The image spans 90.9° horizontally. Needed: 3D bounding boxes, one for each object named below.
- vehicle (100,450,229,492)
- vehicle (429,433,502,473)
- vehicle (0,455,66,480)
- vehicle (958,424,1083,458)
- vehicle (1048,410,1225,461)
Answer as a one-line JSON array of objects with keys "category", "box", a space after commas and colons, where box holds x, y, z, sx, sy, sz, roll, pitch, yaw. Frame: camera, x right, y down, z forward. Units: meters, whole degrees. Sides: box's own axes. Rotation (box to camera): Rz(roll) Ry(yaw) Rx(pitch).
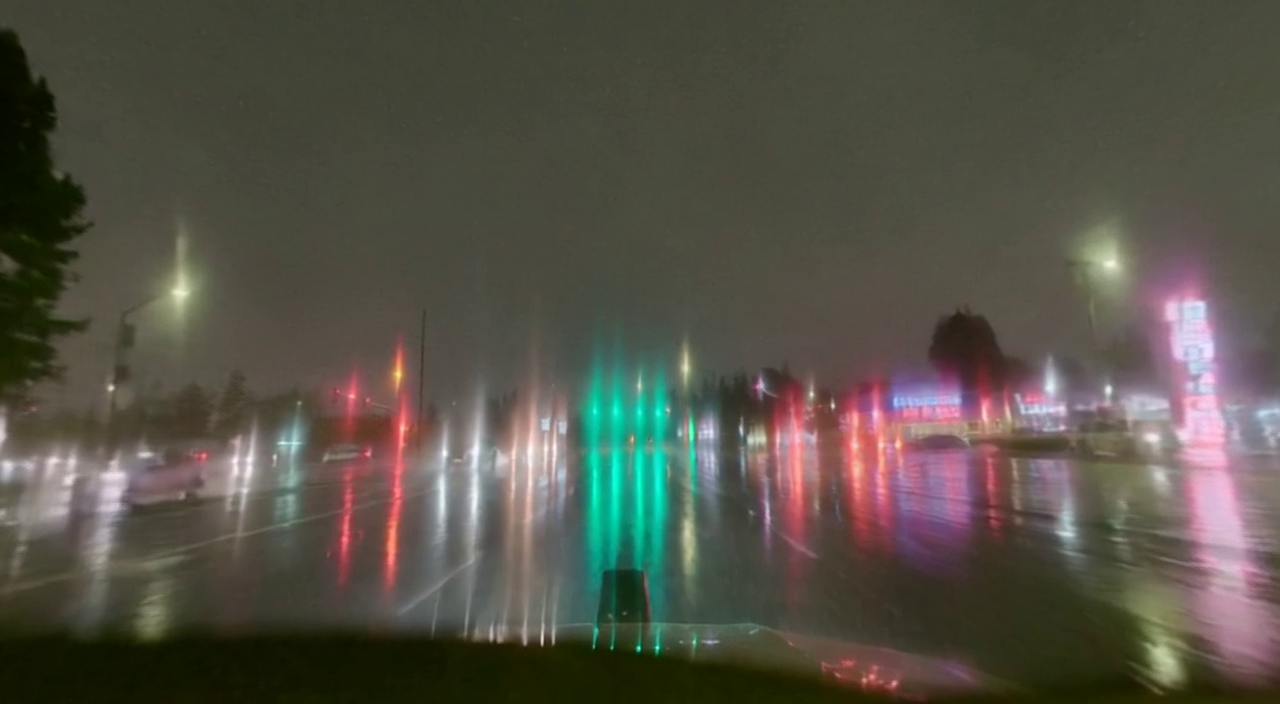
[{"category": "vehicle", "box": [-20.055, 5.003, 26.899, 1.942, 1.483, 4.597, -1, -8, 0]}, {"category": "vehicle", "box": [-7.858, 4.573, 28.965, 2.231, 1.650, 5.052, 0, -8, -4]}, {"category": "vehicle", "box": [-39.327, 7.227, 39.623, 4.461, 1.443, 1.901, 0, -8, -1]}, {"category": "vehicle", "box": [16.872, 3.971, 28.137, 1.796, 1.351, 4.358, 5, -10, -36]}, {"category": "vehicle", "box": [17.393, 2.943, 22.261, 4.498, 1.671, 1.887, -1, -8, 3]}]
